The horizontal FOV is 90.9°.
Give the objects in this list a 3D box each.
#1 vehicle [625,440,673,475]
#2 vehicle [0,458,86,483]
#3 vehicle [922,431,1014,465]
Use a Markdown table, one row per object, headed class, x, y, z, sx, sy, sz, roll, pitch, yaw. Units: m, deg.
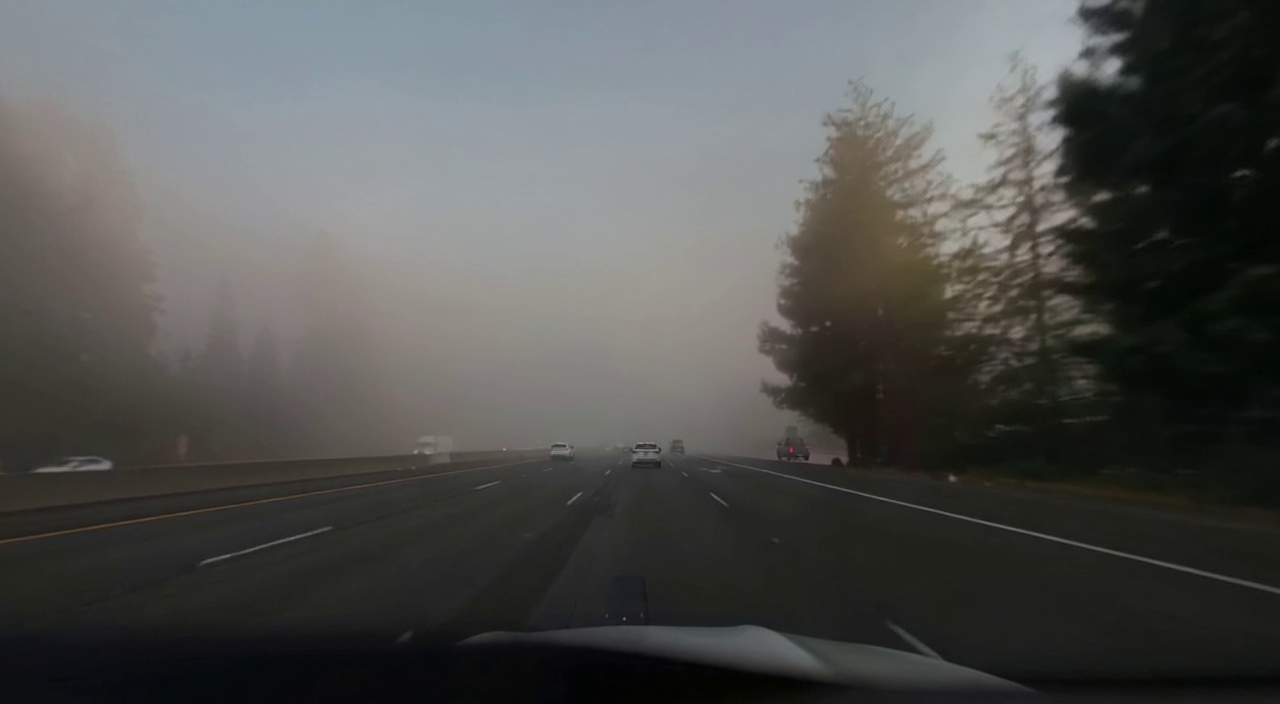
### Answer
| class | x | y | z | sx | sy | sz | roll | pitch | yaw |
| --- | --- | --- | --- | --- | --- | --- | --- | --- | --- |
| vehicle | 0.386 | 4.939 | 29.762 | 2.112 | 1.482 | 4.082 | 0 | -8 | 0 |
| vehicle | -44.569 | 8.759 | 46.891 | 1.929 | 1.653 | 5.011 | -1 | -8 | 5 |
| vehicle | 20.081 | 5.915 | 39.027 | 2.304 | 1.951 | 5.719 | 0 | -8 | -4 |
